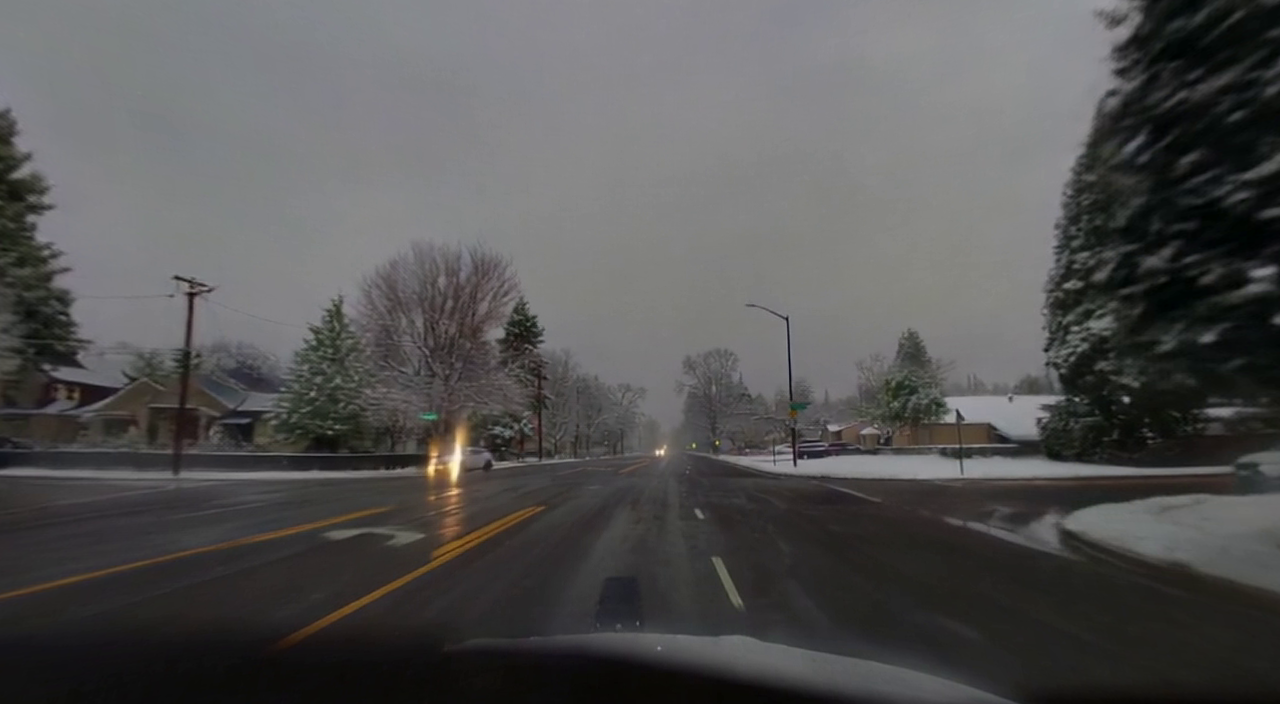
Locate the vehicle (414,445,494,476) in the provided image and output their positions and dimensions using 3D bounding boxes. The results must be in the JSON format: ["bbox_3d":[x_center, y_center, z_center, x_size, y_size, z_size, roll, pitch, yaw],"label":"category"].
[{"bbox_3d":[-10.510,6.126,36.072,2.064,1.596,4.716,-3,-9,17],"label":"vehicle"}]
